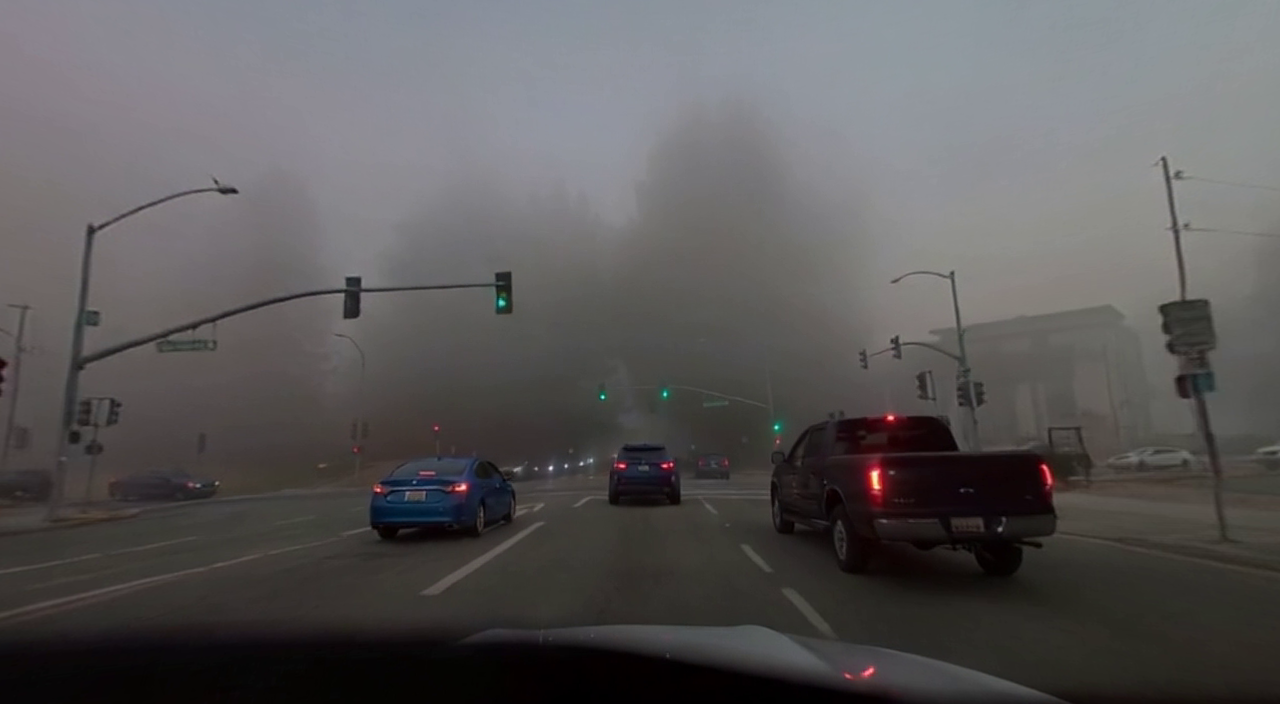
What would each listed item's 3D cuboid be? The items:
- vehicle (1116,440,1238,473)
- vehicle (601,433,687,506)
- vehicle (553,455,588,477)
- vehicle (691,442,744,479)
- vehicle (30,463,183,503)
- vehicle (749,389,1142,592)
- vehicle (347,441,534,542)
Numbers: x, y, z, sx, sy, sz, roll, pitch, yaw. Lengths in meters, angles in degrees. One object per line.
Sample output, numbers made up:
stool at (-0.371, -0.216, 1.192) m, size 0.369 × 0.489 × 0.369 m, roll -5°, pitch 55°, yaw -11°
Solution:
vehicle at (24.939, 4.844, 29.361) m, size 4.180 × 1.376 × 1.583 m, roll 1°, pitch -8°, yaw 0°
vehicle at (0.128, 3.150, 17.430) m, size 2.113 × 1.768 × 3.901 m, roll 0°, pitch -8°, yaw 1°
vehicle at (-5.056, 8.306, 46.002) m, size 1.882 × 1.342 × 3.755 m, roll -4°, pitch -8°, yaw 3°
vehicle at (4.324, 6.160, 36.190) m, size 2.408 × 1.908 × 5.355 m, roll 0°, pitch -8°, yaw 1°
vehicle at (-24.232, 5.965, 28.796) m, size 5.100 × 1.533 × 2.032 m, roll -1°, pitch -8°, yaw 0°
vehicle at (3.309, 1.680, 8.777) m, size 2.571 × 1.857 × 5.841 m, roll 0°, pitch -8°, yaw 0°
vehicle at (-3.376, 2.420, 11.825) m, size 1.909 × 1.476 × 4.751 m, roll 0°, pitch -8°, yaw 1°
